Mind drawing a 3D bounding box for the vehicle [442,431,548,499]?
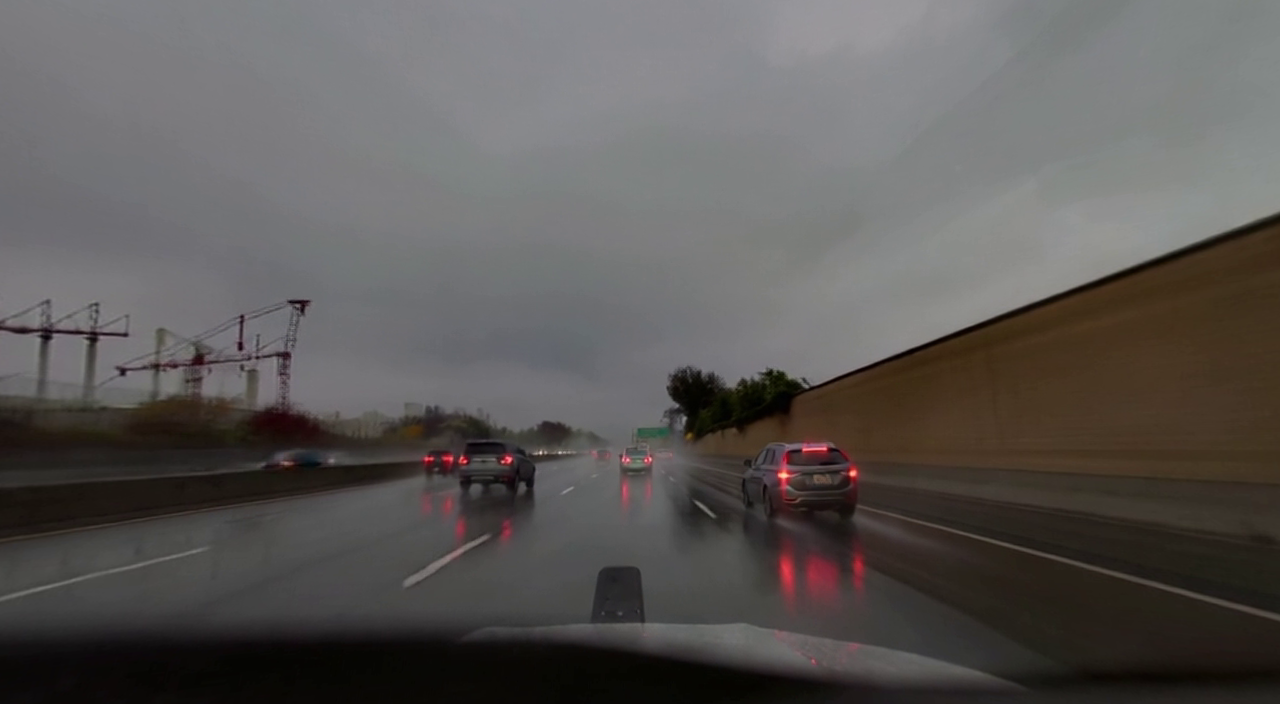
[{"bbox_3d":[-4.156,3.321,18.905,2.121,1.775,4.335,0,-9,0],"label":"vehicle"}]

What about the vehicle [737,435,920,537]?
[{"bbox_3d":[3.186,2.359,11.820,1.917,1.507,4.540,0,-9,-2],"label":"vehicle"}]

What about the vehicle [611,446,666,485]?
[{"bbox_3d":[-0.088,4.572,25.751,2.045,1.452,4.040,0,-9,-1],"label":"vehicle"}]

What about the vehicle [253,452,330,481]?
[{"bbox_3d":[-19.635,6.438,35.829,1.800,1.474,4.377,0,-9,1],"label":"vehicle"}]
